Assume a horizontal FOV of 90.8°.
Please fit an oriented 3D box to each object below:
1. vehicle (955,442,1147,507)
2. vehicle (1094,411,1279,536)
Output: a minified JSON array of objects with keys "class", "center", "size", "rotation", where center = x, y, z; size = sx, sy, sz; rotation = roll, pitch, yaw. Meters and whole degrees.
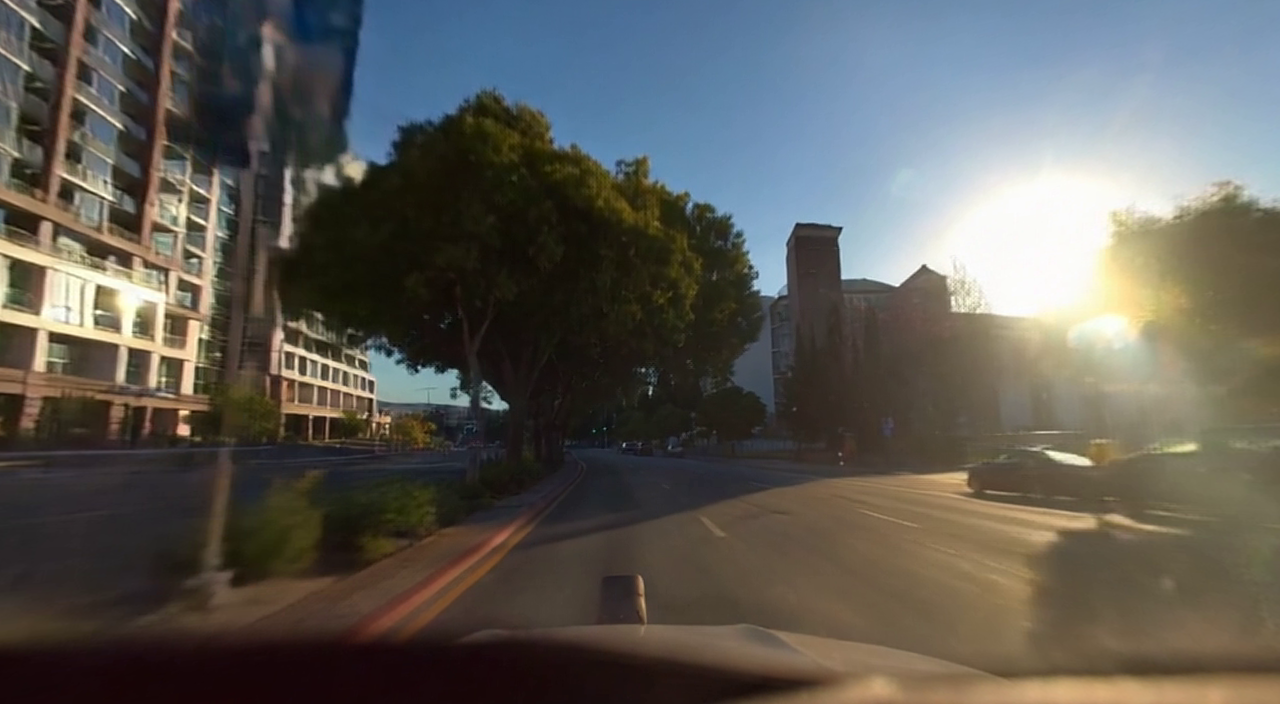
[{"class":"vehicle","center":[10.480,3.116,16.644],"size":[1.891,1.460,4.514],"rotation":[0,-9,-2]},{"class":"vehicle","center":[10.585,1.959,10.426],"size":[2.211,1.831,5.275],"rotation":[0,-9,0]}]
